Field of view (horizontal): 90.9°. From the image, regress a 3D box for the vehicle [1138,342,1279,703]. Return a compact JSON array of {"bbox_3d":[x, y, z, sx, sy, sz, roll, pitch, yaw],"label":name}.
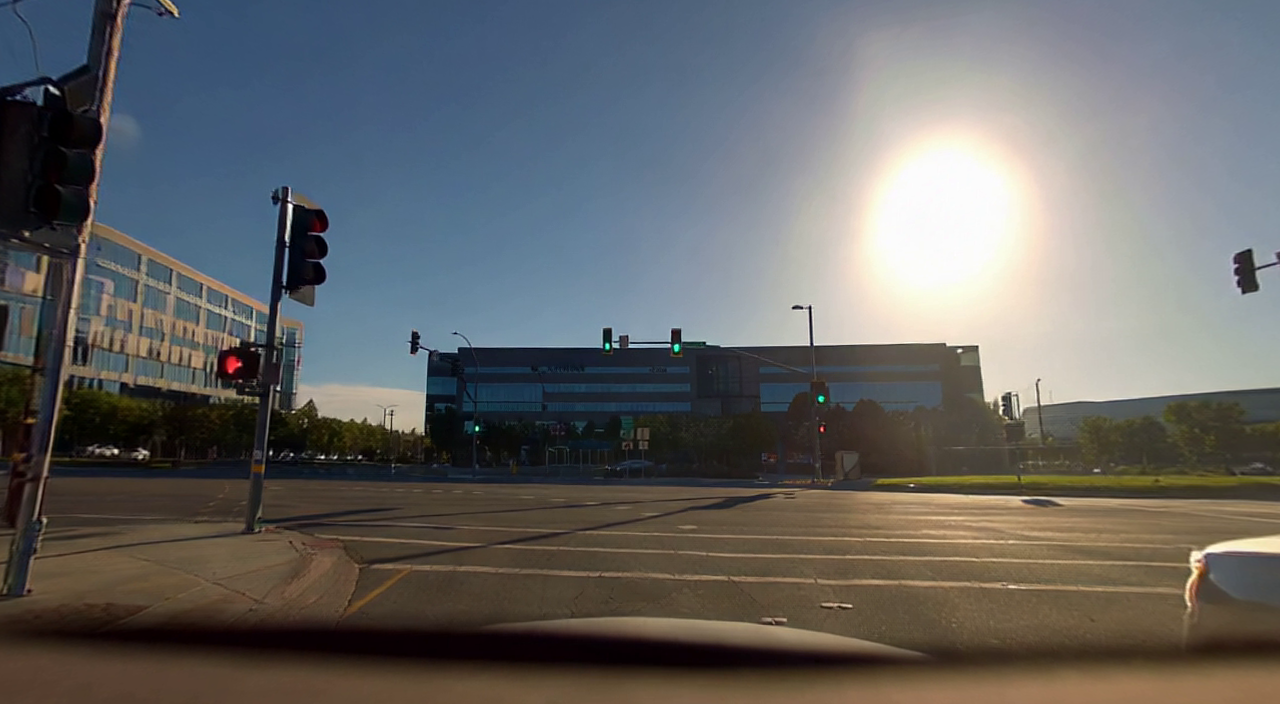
[{"bbox_3d":[3.055,0.557,0.496,1.938,1.648,4.211,-1,-8,2],"label":"vehicle"}]
